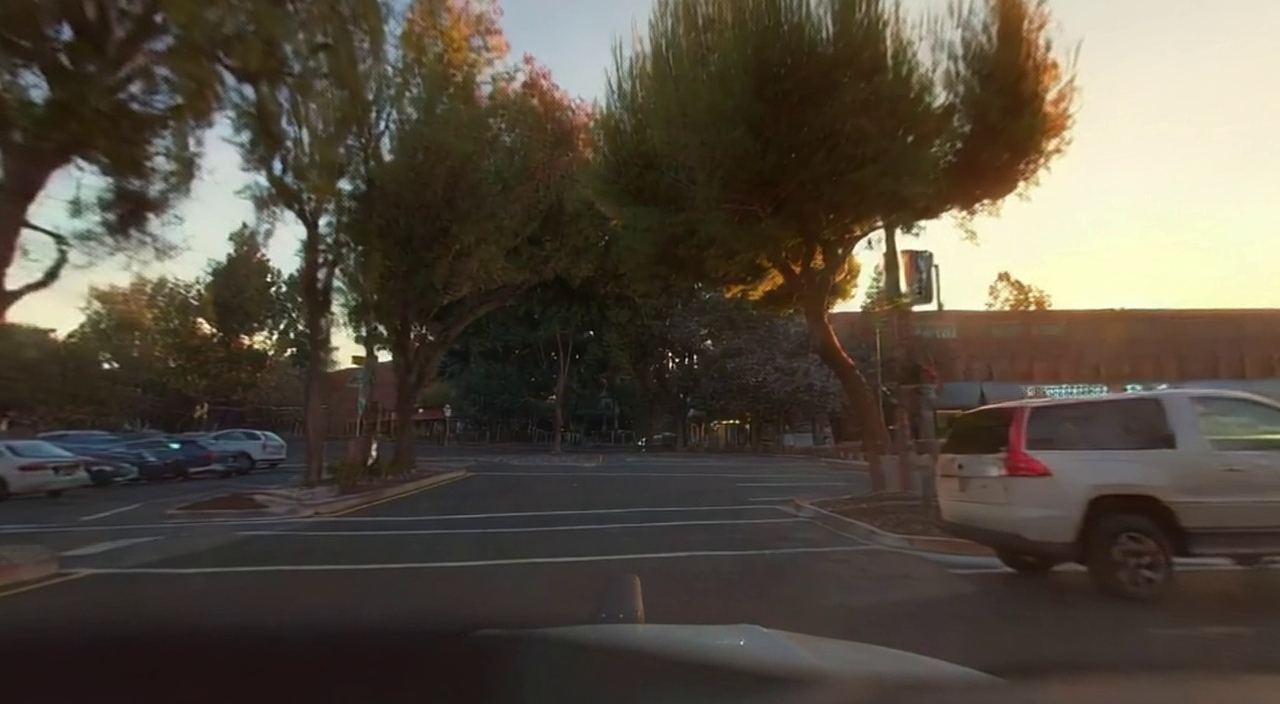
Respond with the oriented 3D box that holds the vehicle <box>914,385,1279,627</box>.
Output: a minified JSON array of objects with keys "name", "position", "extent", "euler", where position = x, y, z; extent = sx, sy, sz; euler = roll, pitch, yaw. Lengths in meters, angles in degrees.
[{"name":"vehicle","position":[5.823,1.250,5.662],"extent":[5.671,1.718,2.227],"euler":[0,-8,2]}]

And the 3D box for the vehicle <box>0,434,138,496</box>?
[{"name":"vehicle","position":[-15.849,2.911,16.491],"extent":[3.963,1.495,1.856],"euler":[5,-10,-31]}]
